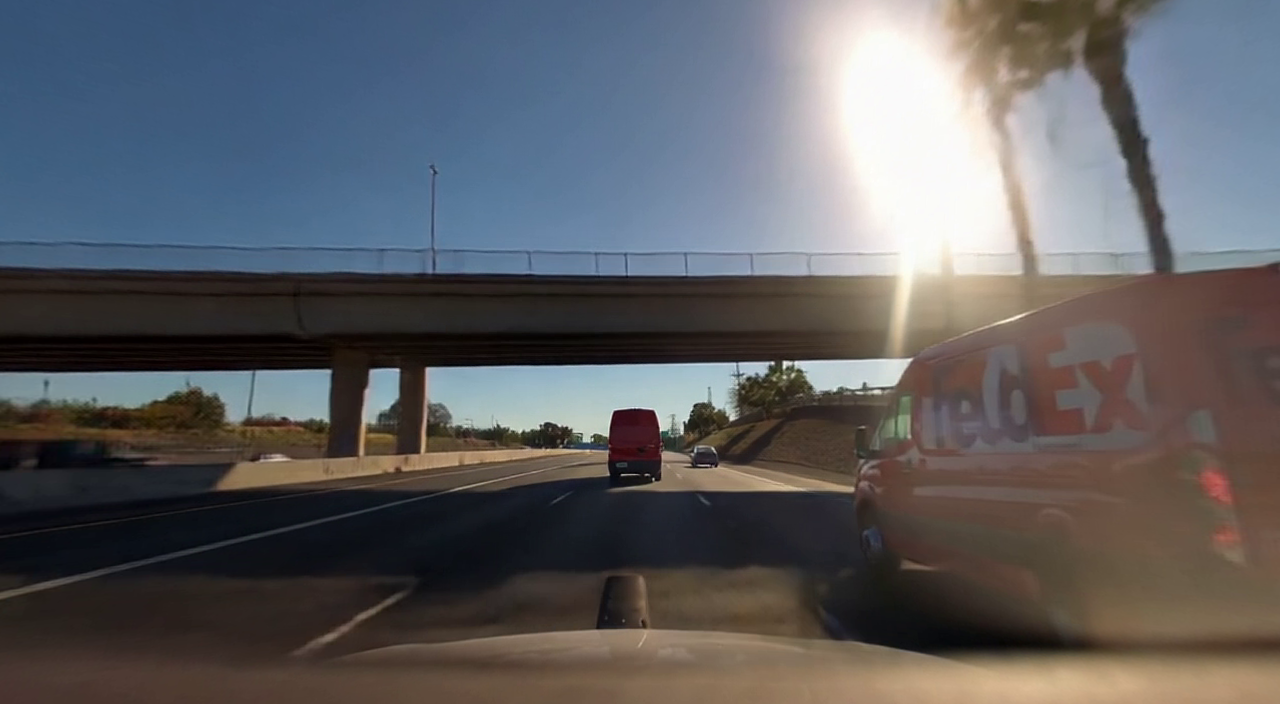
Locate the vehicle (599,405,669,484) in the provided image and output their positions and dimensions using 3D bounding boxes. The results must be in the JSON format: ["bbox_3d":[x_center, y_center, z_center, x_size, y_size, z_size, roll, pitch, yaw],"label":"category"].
[{"bbox_3d":[-0.089,3.683,25.056,2.476,2.776,5.598,-1,-9,3],"label":"vehicle"}]

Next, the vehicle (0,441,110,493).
[{"bbox_3d":[-24.670,4.465,24.629,2.399,1.870,5.968,0,-9,2],"label":"vehicle"}]

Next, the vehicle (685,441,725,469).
[{"bbox_3d":[3.924,6.269,38.377,1.987,1.648,3.984,0,-9,0],"label":"vehicle"}]
